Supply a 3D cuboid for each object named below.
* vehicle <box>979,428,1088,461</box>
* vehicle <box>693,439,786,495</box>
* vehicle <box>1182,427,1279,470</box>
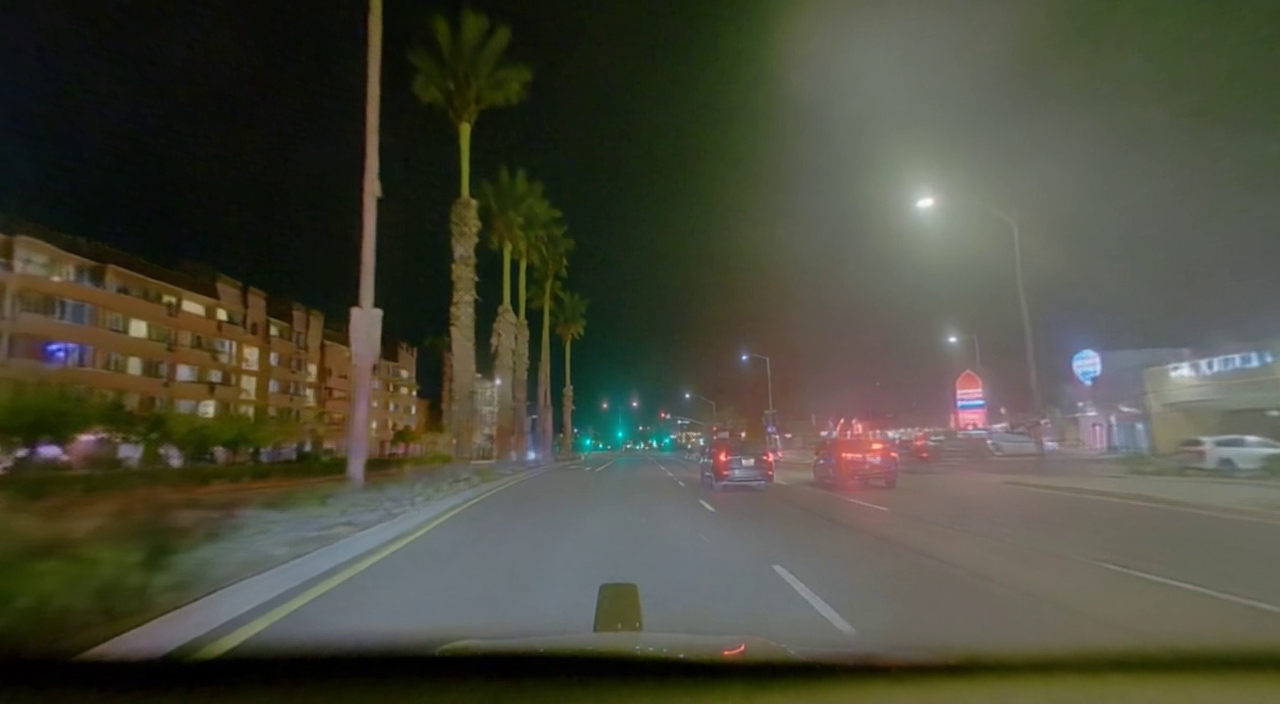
[{"bbox_3d":[22.290,5.241,35.909,4.781,1.600,1.986,-3,-8,1],"label":"vehicle"},{"bbox_3d":[2.819,3.359,18.911,1.964,1.448,4.295,0,-8,-2],"label":"vehicle"},{"bbox_3d":[22.185,3.383,22.235,4.472,1.451,1.842,0,-8,-1],"label":"vehicle"}]
